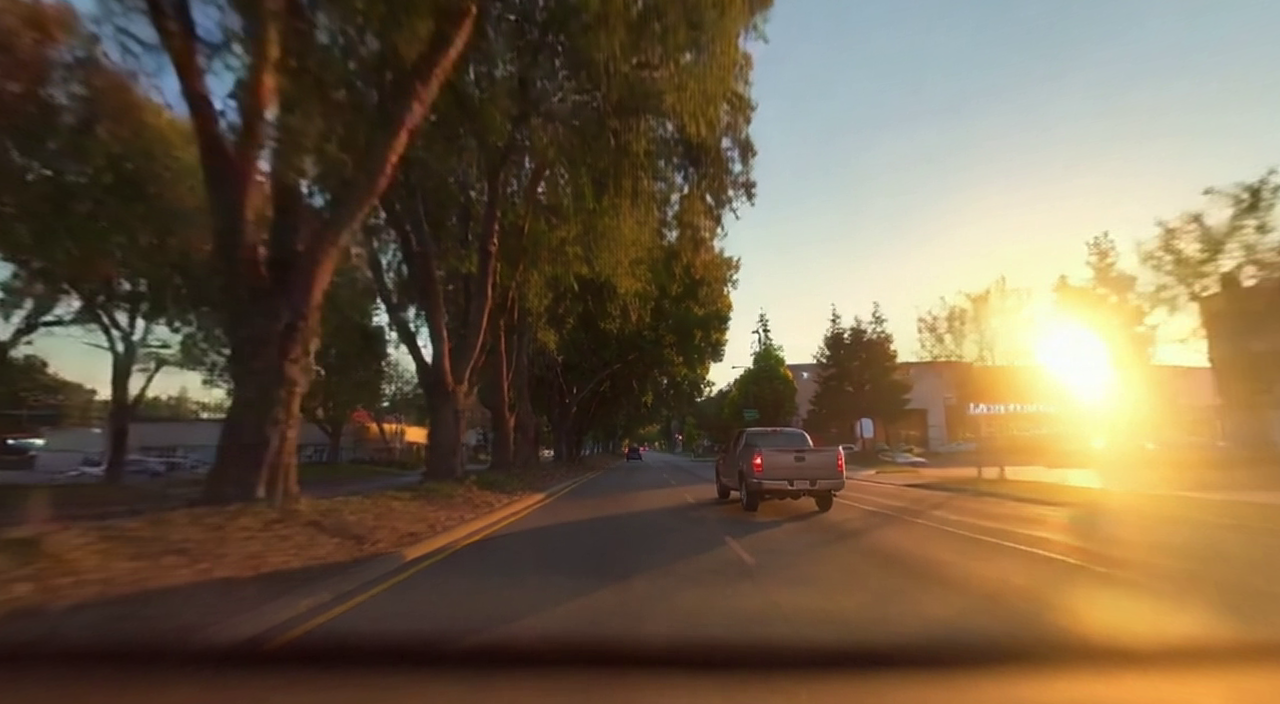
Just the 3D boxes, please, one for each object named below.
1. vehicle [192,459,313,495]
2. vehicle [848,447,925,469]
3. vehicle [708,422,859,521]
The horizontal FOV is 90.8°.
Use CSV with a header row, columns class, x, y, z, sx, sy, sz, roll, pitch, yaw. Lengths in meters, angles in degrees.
class,x,y,z,sx,sy,sz,roll,pitch,yaw
vehicle,-20.865,6.742,34.161,5.074,1.804,2.283,-1,-9,6
vehicle,16.826,7.215,43.112,4.721,1.462,2.028,-4,-10,25
vehicle,2.970,2.633,14.514,2.138,1.836,5.245,0,-9,-1
